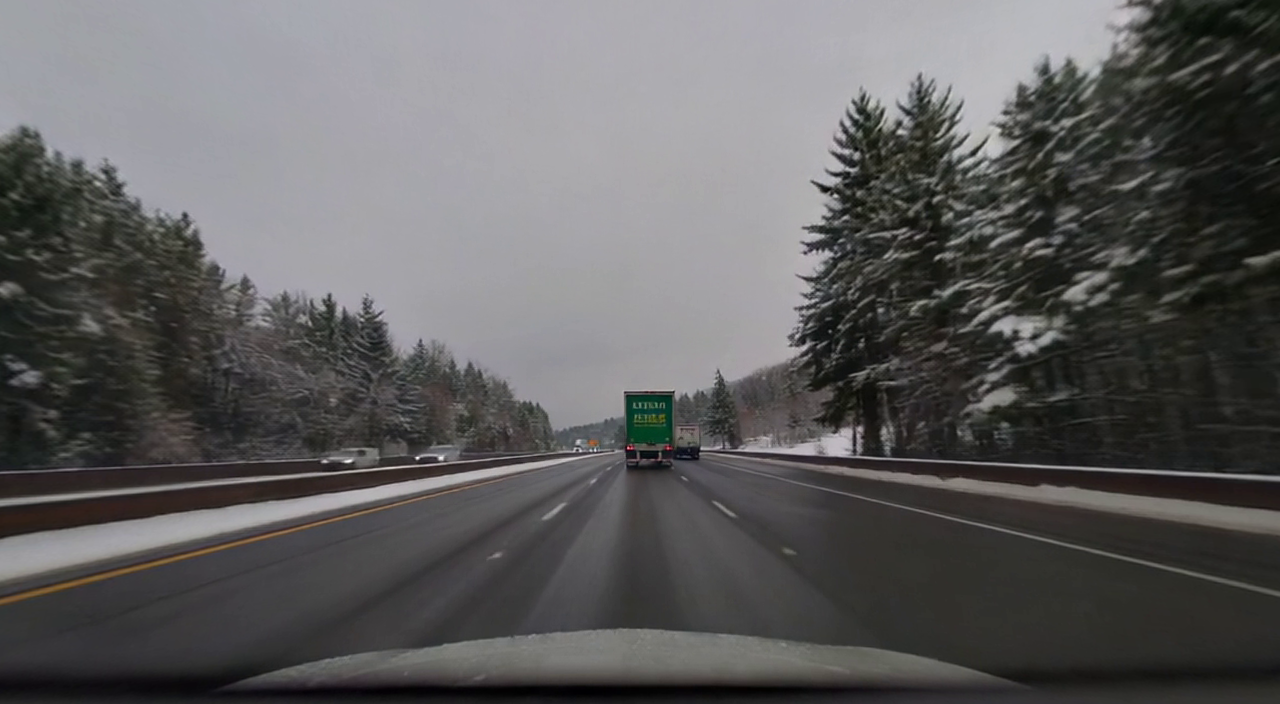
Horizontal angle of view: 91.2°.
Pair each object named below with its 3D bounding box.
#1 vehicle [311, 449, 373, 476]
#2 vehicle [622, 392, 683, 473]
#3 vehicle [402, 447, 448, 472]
[{"bbox_3d":[-19.754,7.316,41.753,1.859,1.646,4.370,0,-9,1],"label":"vehicle"},{"bbox_3d":[0.547,4.856,36.894,3.057,4.073,10.792,0,-9,-1],"label":"vehicle"},{"bbox_3d":[-15.579,7.796,45.619,1.908,1.728,4.054,0,-9,1],"label":"vehicle"}]
